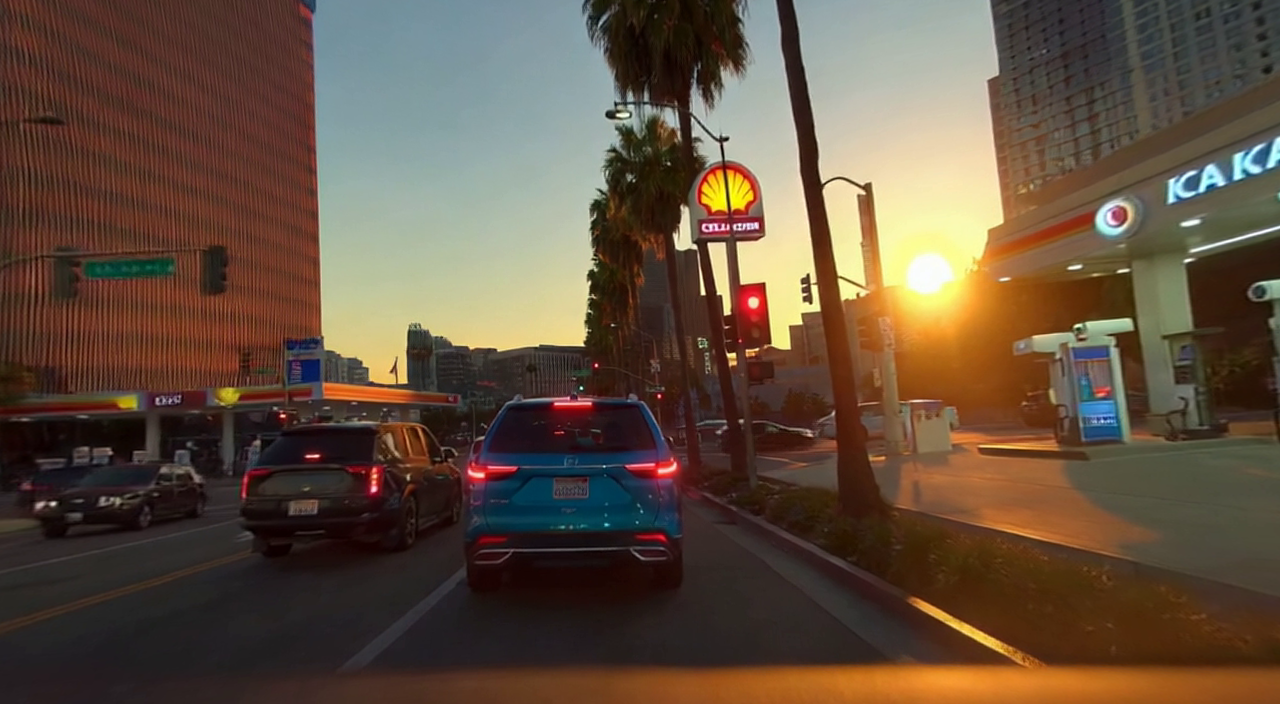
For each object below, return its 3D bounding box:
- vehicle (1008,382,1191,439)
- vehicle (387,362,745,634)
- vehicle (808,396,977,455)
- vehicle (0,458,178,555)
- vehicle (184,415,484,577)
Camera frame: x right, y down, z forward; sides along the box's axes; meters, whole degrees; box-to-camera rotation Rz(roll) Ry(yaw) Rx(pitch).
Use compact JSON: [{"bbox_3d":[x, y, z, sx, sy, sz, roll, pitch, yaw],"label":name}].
[{"bbox_3d":[17.038,2.228,23.642,5.033,1.999,2.259,0,-8,-2],"label":"vehicle"},{"bbox_3d":[-0.637,1.373,6.987,2.519,1.913,4.819,0,-8,-3],"label":"vehicle"},{"bbox_3d":[9.193,2.733,23.324,5.307,2.076,2.122,0,-8,-5],"label":"vehicle"},{"bbox_3d":[-12.482,3.380,14.654,2.331,1.708,4.660,5,-10,-31],"label":"vehicle"},{"bbox_3d":[-3.874,1.894,9.295,2.097,1.692,5.030,0,-8,-3],"label":"vehicle"}]
